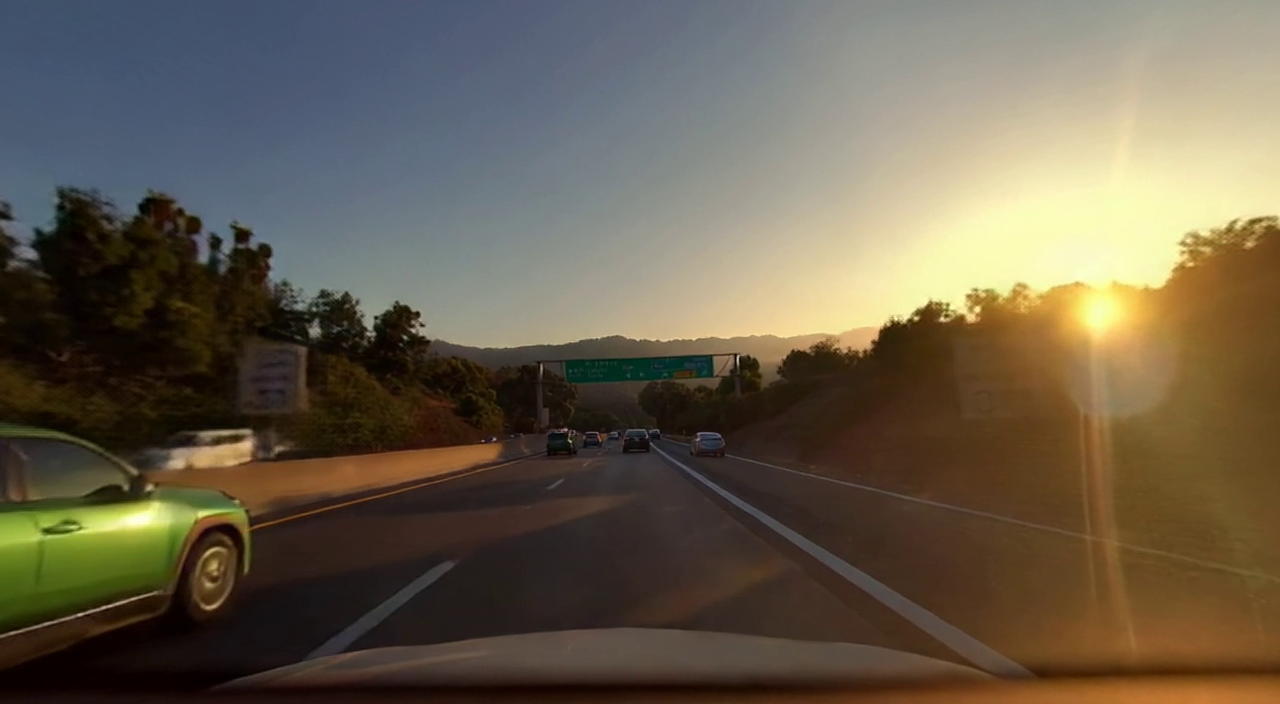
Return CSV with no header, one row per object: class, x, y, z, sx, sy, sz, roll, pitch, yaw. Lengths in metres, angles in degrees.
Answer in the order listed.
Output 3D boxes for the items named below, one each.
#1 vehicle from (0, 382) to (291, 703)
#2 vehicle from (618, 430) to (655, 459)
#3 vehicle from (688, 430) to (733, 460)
vehicle,-3.827,0.885,2.681,2.023,1.512,4.804,0,-7,-1
vehicle,-0.220,4.936,33.855,1.869,1.466,3.356,0,-7,-1
vehicle,3.711,4.952,33.837,1.841,1.491,3.869,0,-7,-2
